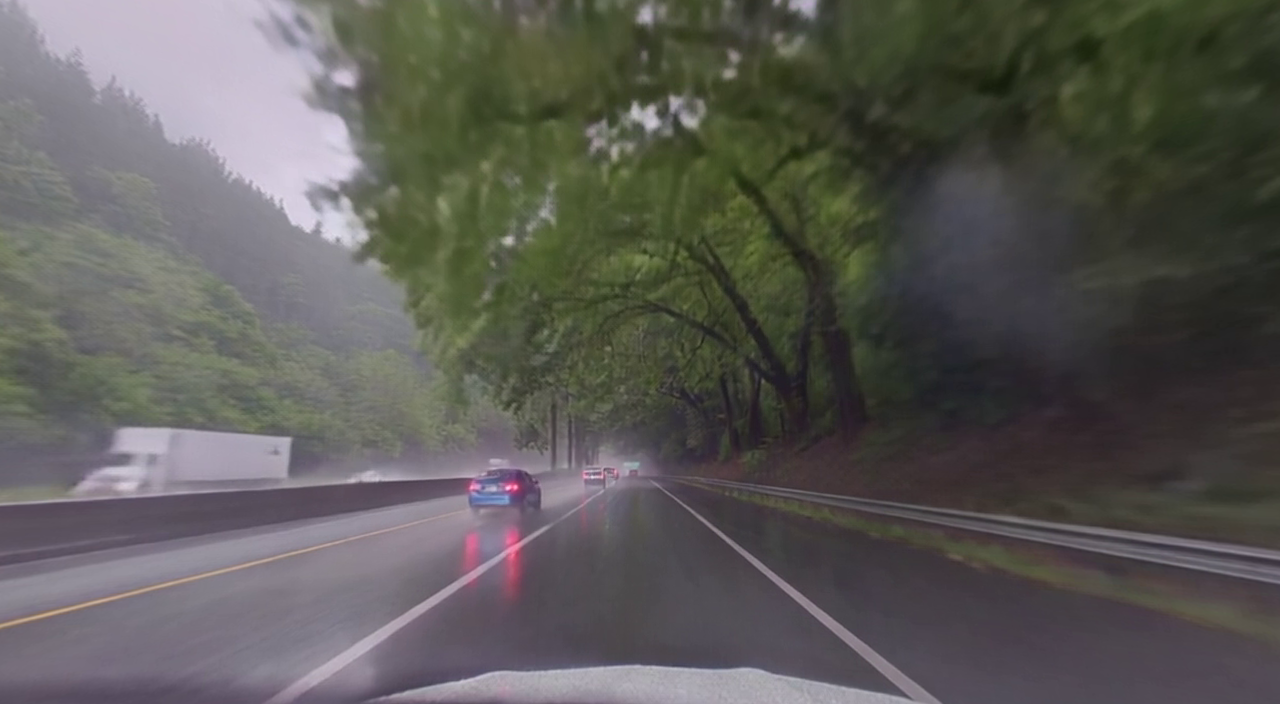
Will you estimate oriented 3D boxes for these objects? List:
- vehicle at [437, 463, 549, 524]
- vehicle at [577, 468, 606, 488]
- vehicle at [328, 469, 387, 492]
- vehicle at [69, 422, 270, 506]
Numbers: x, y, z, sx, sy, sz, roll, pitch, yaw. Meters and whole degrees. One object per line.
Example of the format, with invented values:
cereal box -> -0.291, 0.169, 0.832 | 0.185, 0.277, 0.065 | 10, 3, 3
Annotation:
vehicle -> -3.966, 3.922, 17.886 | 1.995, 1.467, 4.467 | 0, -11, 1
vehicle -> -3.769, 9.908, 49.714 | 1.954, 1.509, 4.094 | 1, -11, 0
vehicle -> -19.950, 9.076, 44.718 | 2.002, 1.527, 4.619 | 1, -11, 0
vehicle -> -24.785, 6.151, 34.347 | 2.968, 3.818, 10.189 | 1, -11, 0
